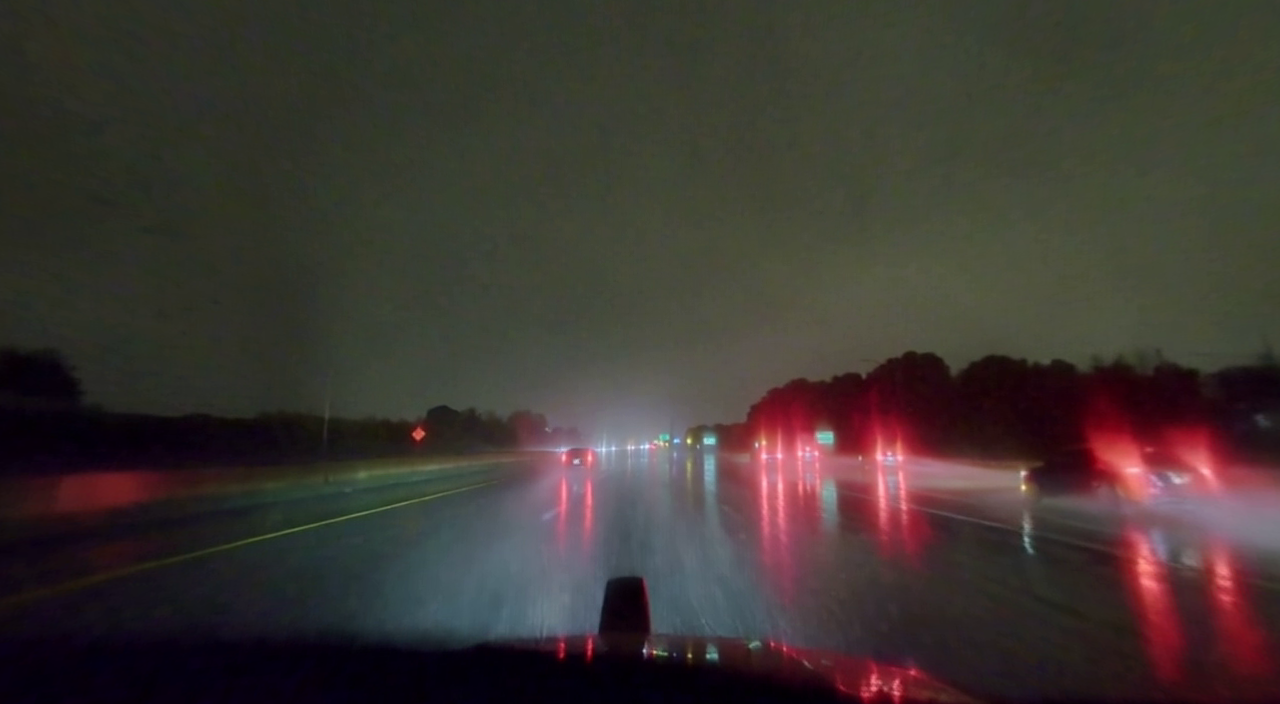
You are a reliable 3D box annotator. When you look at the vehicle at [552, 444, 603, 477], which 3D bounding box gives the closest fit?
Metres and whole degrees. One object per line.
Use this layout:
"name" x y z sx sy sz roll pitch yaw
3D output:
"vehicle" -3.015 5.306 31.079 1.968 1.504 3.892 0 -8 2
